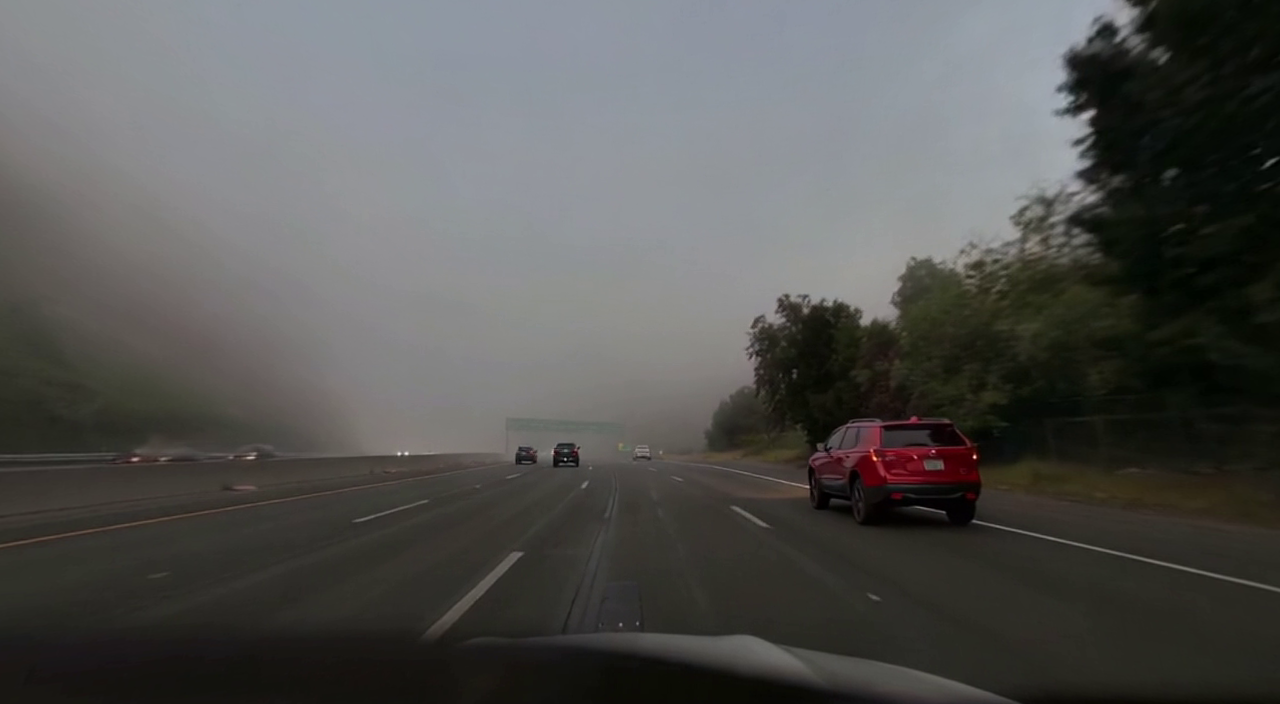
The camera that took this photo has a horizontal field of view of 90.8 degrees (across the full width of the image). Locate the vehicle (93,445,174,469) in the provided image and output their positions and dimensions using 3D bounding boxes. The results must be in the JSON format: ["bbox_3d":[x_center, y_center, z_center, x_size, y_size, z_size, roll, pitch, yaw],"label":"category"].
[{"bbox_3d":[-32.587,6.774,40.806,2.008,1.479,3.987,1,-9,-3],"label":"vehicle"}]

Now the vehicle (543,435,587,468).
[{"bbox_3d":[-5.066,6.863,43.649,2.537,2.121,5.251,0,-9,-2],"label":"vehicle"}]

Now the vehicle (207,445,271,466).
[{"bbox_3d":[-29.844,7.681,47.178,1.954,1.483,4.712,1,-9,-4],"label":"vehicle"}]

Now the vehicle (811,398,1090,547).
[{"bbox_3d":[4.660,1.919,10.603,2.103,1.903,4.837,0,-9,-2],"label":"vehicle"}]
